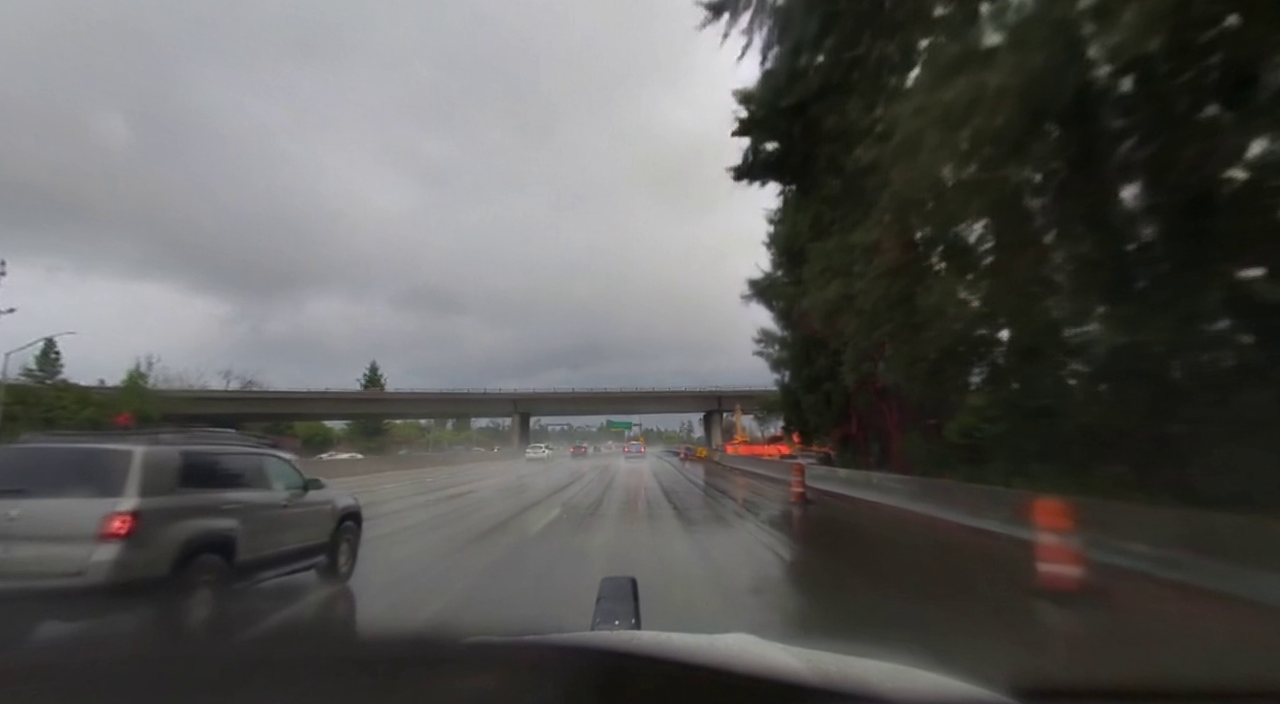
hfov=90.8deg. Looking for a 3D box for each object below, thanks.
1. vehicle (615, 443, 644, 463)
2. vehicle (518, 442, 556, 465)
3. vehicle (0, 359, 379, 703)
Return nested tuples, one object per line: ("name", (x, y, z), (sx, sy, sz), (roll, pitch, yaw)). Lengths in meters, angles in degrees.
("vehicle", (-0.776, 7.496, 46.973), (2.051, 1.459, 4.092), (0, -9, -1))
("vehicle", (-7.721, 7.654, 47.664), (2.128, 1.604, 4.279), (0, -9, 0))
("vehicle", (-3.554, 1.094, 4.008), (2.024, 1.655, 4.192), (0, -9, -1))
